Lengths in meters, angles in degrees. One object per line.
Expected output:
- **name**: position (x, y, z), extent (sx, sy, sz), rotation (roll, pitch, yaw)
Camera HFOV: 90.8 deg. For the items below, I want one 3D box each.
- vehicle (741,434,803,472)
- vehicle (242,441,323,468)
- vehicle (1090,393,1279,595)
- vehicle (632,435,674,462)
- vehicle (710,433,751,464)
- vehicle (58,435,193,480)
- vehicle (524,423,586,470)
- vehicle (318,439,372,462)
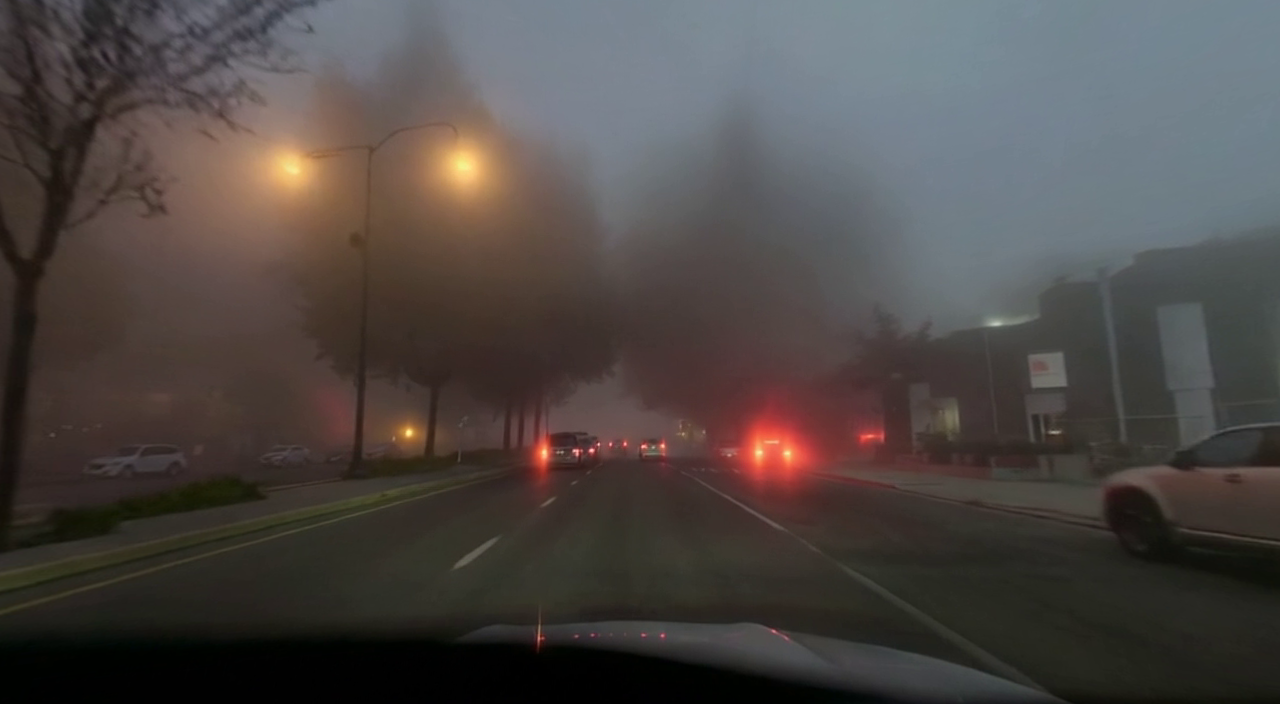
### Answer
- **vehicle**: position (6.386, 4.937, 31.061), extent (2.164, 1.727, 3.955), rotation (0, -8, -1)
- **vehicle**: position (-22.367, 6.401, 39.827), extent (2.111, 1.554, 5.163), rotation (0, -8, -1)
- **vehicle**: position (7.012, 1.336, 5.989), extent (2.216, 1.847, 4.321), rotation (0, -8, -1)
- **vehicle**: position (0.728, 5.940, 38.895), extent (2.201, 1.589, 3.843), rotation (1, -8, -4)
- **vehicle**: position (6.030, 6.457, 42.450), extent (1.997, 1.943, 4.409), rotation (0, -8, -1)
- **vehicle**: position (-22.203, 4.564, 27.559), extent (1.996, 1.767, 4.613), rotation (0, -8, -1)
- **vehicle**: position (-3.796, 4.343, 29.154), extent (2.223, 1.957, 4.845), rotation (0, -8, 0)
- **vehicle**: position (-22.665, 7.577, 48.697), extent (1.910, 1.632, 4.624), rotation (0, -8, 0)
